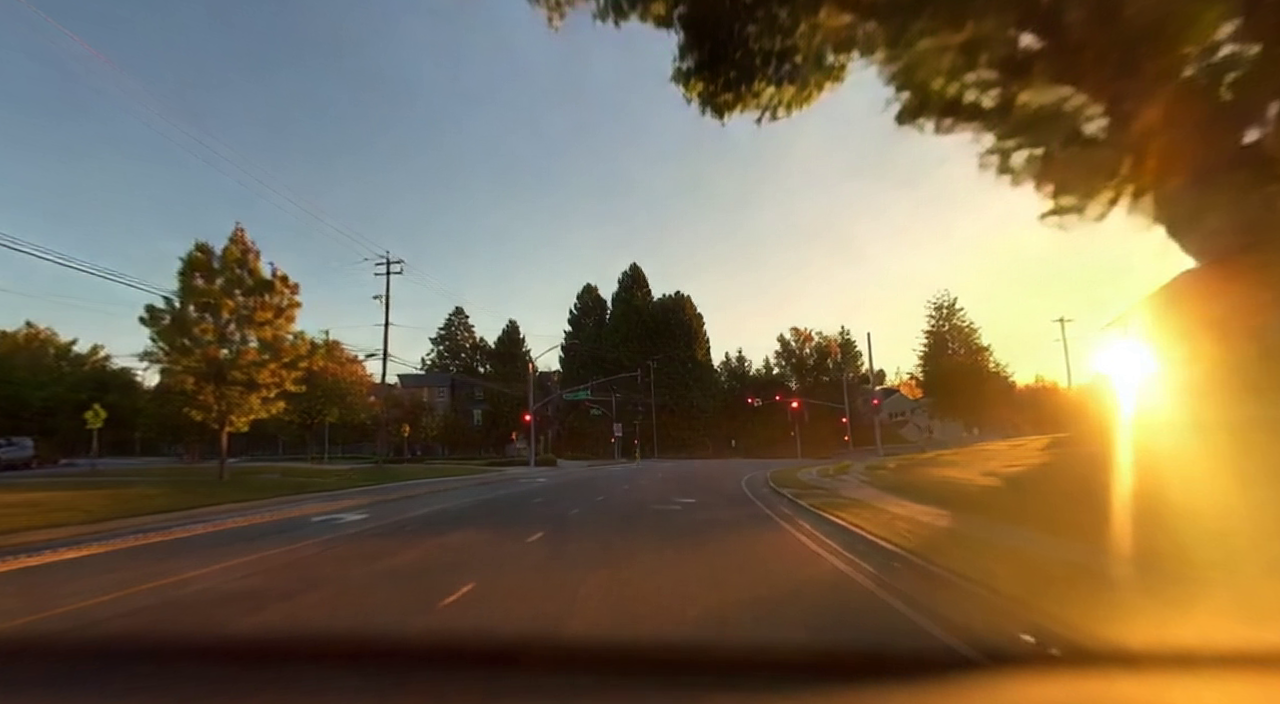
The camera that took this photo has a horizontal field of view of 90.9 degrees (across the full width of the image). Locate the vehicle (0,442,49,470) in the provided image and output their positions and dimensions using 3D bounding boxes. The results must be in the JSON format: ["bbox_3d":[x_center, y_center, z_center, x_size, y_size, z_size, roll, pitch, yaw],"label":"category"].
[{"bbox_3d":[-37.270,6.086,36.853,3.771,1.554,1.826,-1,-9,7],"label":"vehicle"}]

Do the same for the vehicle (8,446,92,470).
[{"bbox_3d":[-36.933,6.609,39.514,3.737,1.444,1.680,-1,-9,6],"label":"vehicle"}]
